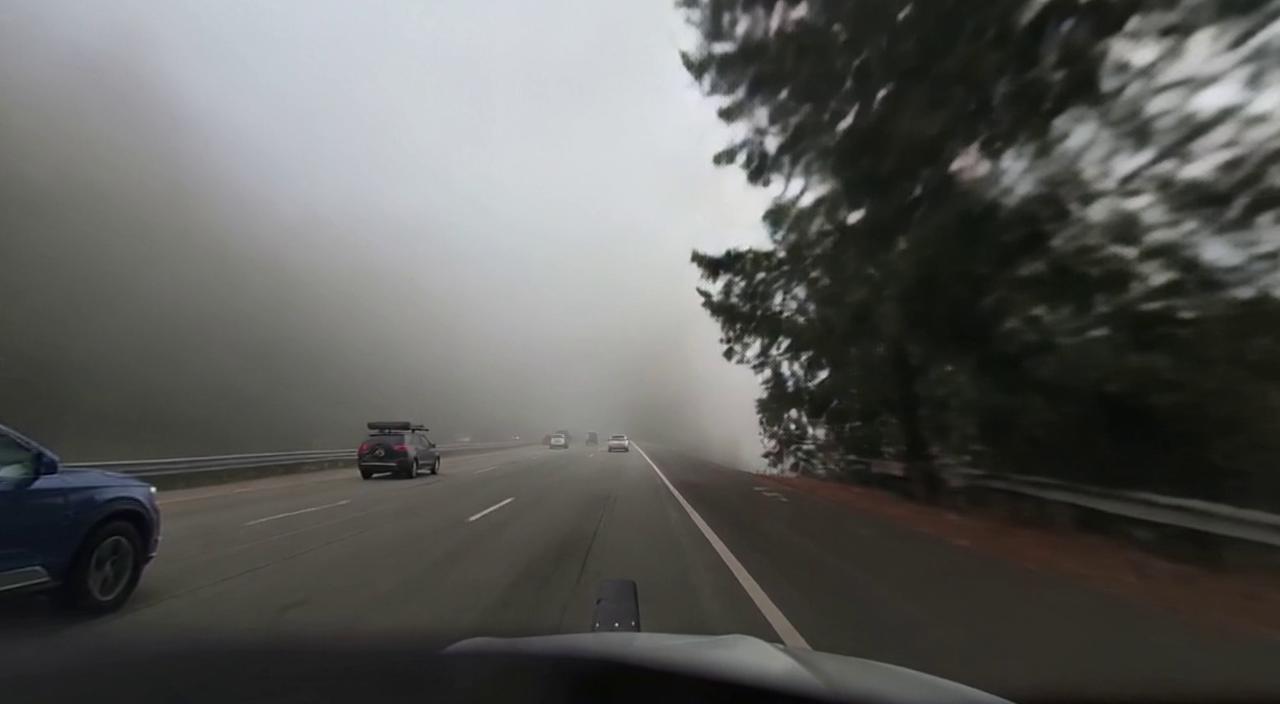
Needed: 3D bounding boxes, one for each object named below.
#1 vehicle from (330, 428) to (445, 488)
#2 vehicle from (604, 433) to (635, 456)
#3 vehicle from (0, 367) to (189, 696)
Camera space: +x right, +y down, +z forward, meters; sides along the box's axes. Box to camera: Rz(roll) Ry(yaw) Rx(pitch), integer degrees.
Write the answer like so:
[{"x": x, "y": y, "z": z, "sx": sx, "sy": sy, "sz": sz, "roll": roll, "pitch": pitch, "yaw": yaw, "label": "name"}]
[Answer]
[{"x": -8.064, "y": 3.390, "z": 20.626, "sx": 1.964, "sy": 1.745, "sz": 4.338, "roll": 0, "pitch": -8, "yaw": 0, "label": "vehicle"}, {"x": -1.515, "y": 6.955, "z": 47.478, "sx": 2.178, "sy": 1.658, "sz": 3.916, "roll": 0, "pitch": -8, "yaw": -1, "label": "vehicle"}, {"x": -4.446, "y": 0.834, "z": 2.391, "sx": 2.069, "sy": 1.748, "sz": 4.652, "roll": 0, "pitch": -8, "yaw": -1, "label": "vehicle"}]
